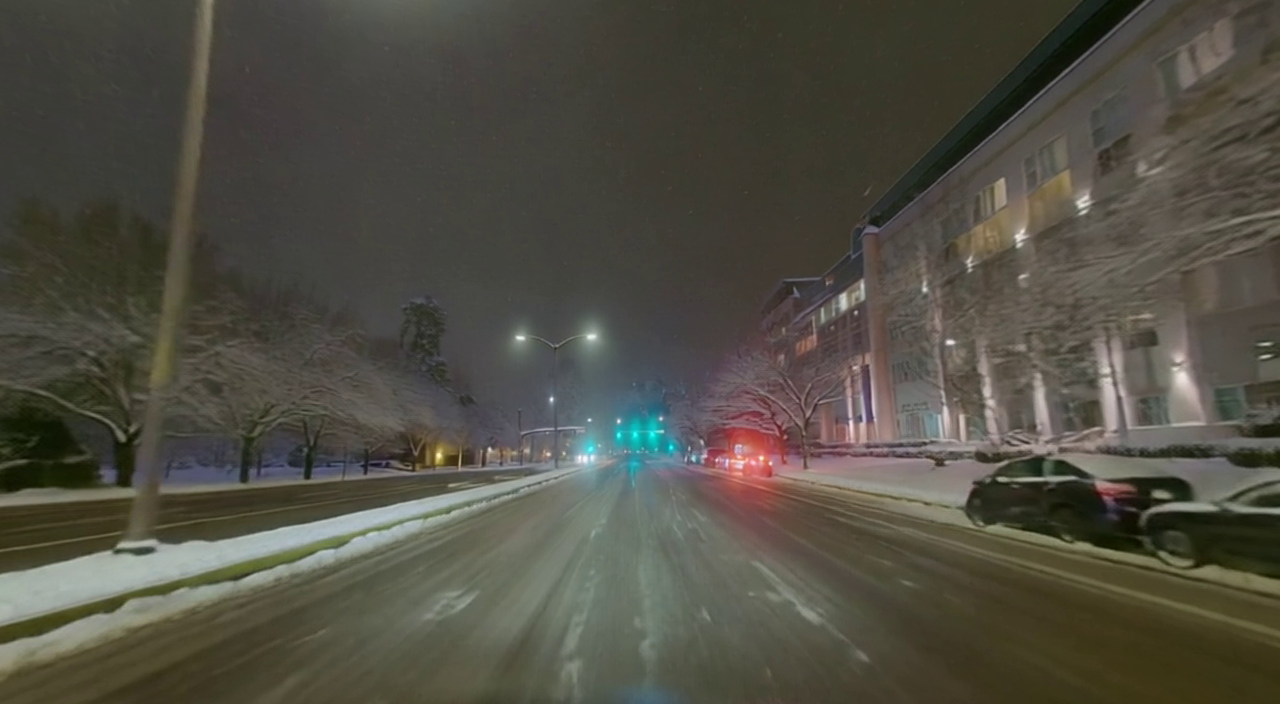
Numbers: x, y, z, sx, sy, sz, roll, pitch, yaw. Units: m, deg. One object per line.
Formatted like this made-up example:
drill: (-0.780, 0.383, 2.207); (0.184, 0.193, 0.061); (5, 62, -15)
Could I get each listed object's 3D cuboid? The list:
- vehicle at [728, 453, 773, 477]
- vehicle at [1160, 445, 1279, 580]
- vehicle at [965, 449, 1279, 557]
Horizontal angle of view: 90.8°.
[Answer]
vehicle: (7.435, 7.661, 43.030); (2.066, 1.451, 4.783); (0, -9, -2)
vehicle: (7.745, 1.652, 6.299); (1.714, 1.439, 4.020); (0, -9, 1)
vehicle: (7.861, 2.440, 11.040); (1.913, 1.465, 4.446); (0, -9, -1)
